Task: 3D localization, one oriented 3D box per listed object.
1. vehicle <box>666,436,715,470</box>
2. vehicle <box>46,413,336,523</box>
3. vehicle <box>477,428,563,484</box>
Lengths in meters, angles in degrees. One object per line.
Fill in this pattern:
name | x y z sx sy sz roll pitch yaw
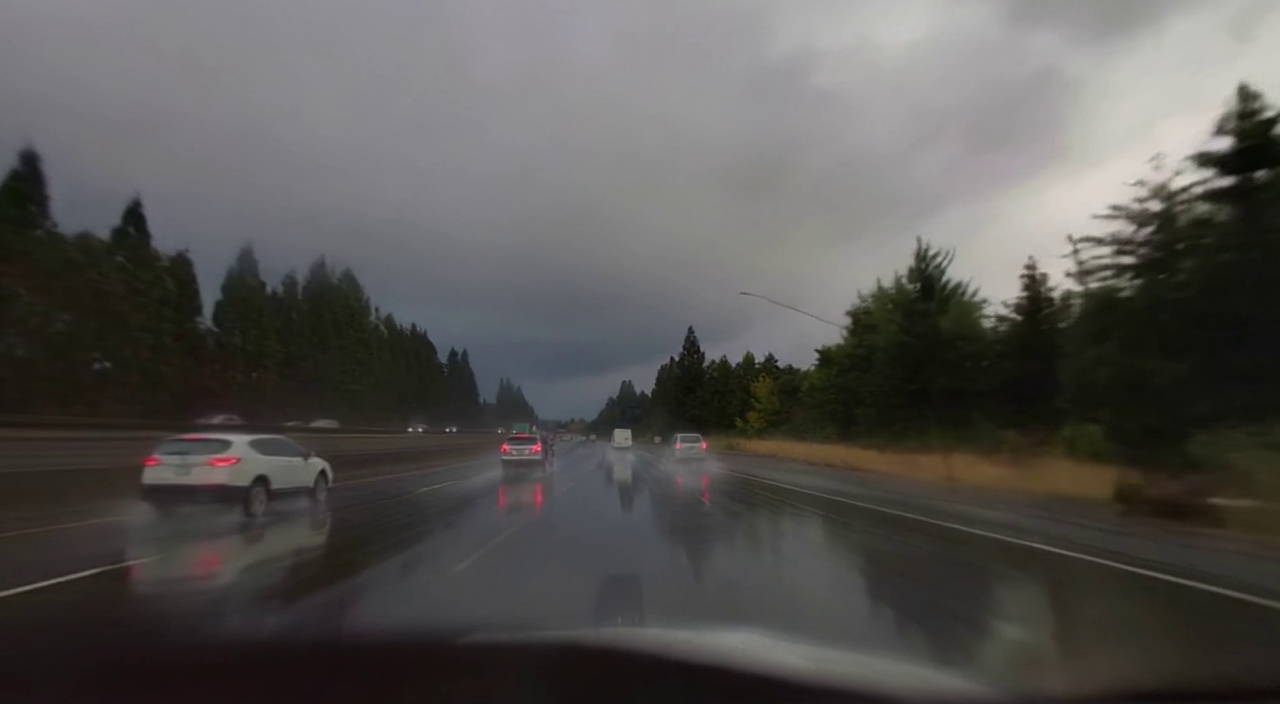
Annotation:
vehicle | 2.569 5.299 33.128 2.053 1.698 4.097 0 -9 -3
vehicle | -8.176 2.167 12.256 2.237 1.703 4.681 0 -9 -1
vehicle | -3.895 3.453 21.161 2.002 1.680 4.301 0 -9 0
